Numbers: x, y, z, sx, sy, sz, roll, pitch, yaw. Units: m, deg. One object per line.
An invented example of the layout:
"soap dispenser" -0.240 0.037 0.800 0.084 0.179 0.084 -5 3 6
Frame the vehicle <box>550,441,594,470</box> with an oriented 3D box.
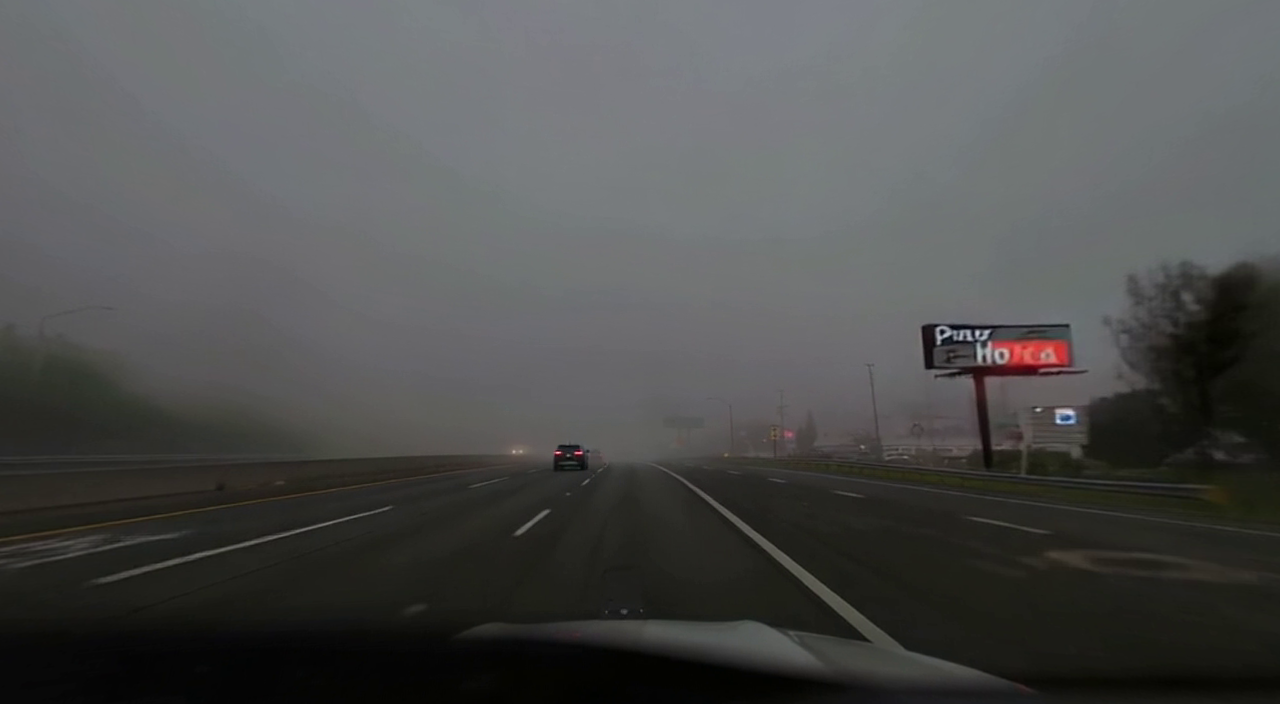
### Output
"vehicle" -4.336 6.713 41.178 2.236 1.736 5.585 0 -8 0
